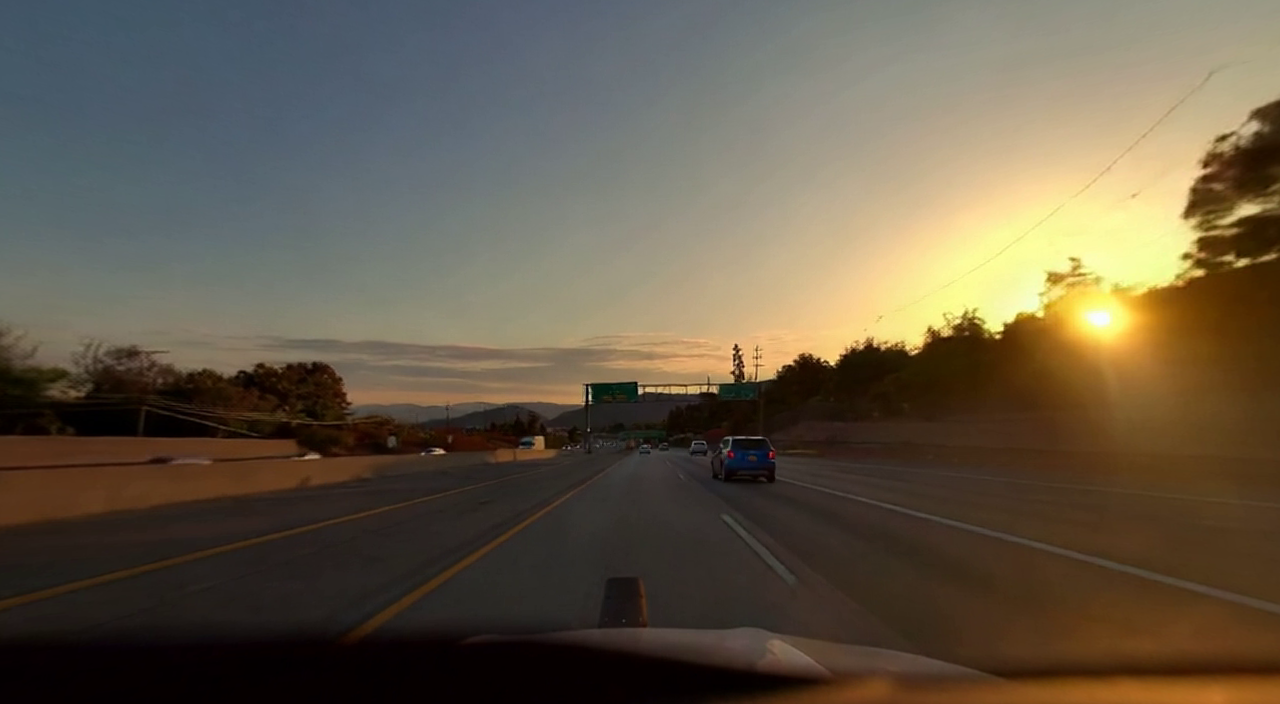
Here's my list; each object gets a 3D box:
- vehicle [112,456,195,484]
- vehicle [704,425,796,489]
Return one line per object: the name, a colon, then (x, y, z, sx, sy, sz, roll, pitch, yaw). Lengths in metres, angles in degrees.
vehicle: (-25.287, 6.121, 32.927, 1.643, 1.348, 3.372, 0, -8, 0)
vehicle: (3.374, 3.326, 20.284, 2.120, 1.832, 4.287, 0, -8, -1)
